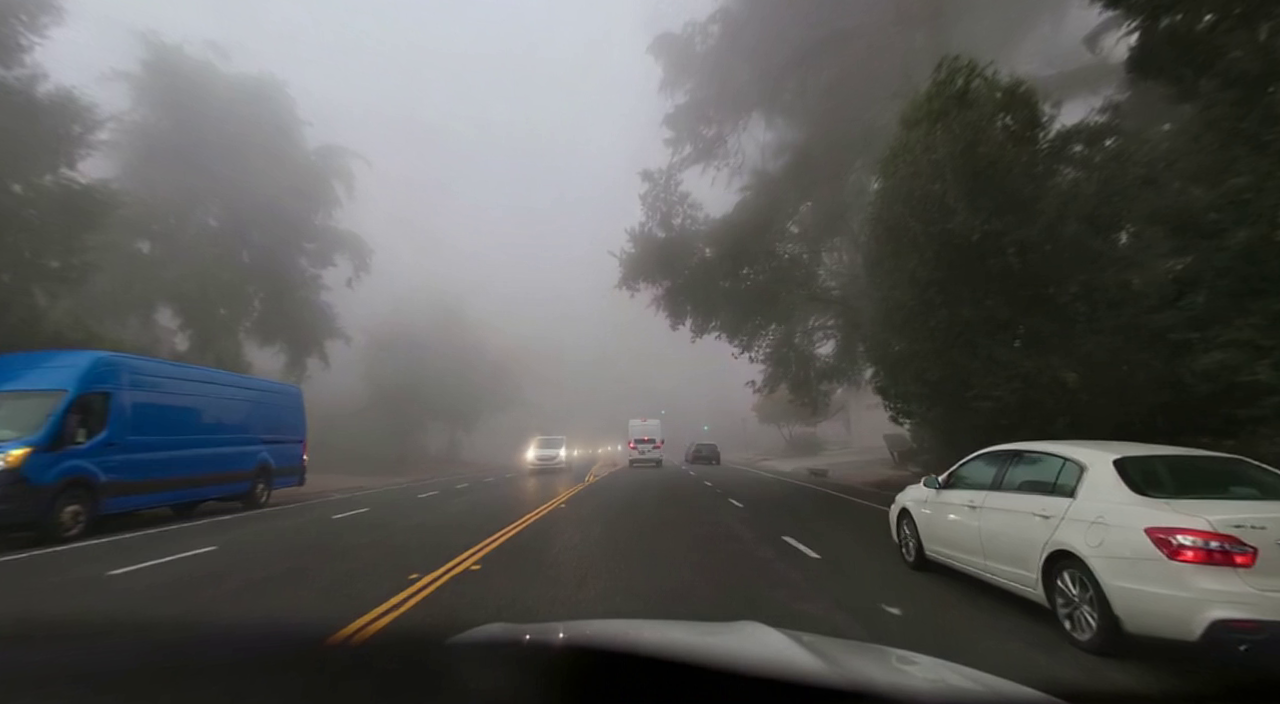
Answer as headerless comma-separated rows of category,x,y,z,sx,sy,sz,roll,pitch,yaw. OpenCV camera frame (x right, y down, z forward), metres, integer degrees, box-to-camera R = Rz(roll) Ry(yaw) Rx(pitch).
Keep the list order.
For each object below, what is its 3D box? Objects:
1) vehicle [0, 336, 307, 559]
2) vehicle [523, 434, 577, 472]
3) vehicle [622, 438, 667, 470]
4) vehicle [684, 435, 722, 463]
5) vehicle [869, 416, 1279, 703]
vehicle,-10.889,2.096,13.692,2.754,3.338,8.405,0,-9,-1
vehicle,-4.450,5.109,32.126,2.054,1.772,4.817,0,-8,0
vehicle,0.209,5.171,32.217,2.114,1.483,4.207,0,-8,0
vehicle,4.408,6.834,44.719,2.187,1.847,4.553,0,-8,0
vehicle,3.619,1.330,4.957,1.973,1.447,4.402,0,-8,0
